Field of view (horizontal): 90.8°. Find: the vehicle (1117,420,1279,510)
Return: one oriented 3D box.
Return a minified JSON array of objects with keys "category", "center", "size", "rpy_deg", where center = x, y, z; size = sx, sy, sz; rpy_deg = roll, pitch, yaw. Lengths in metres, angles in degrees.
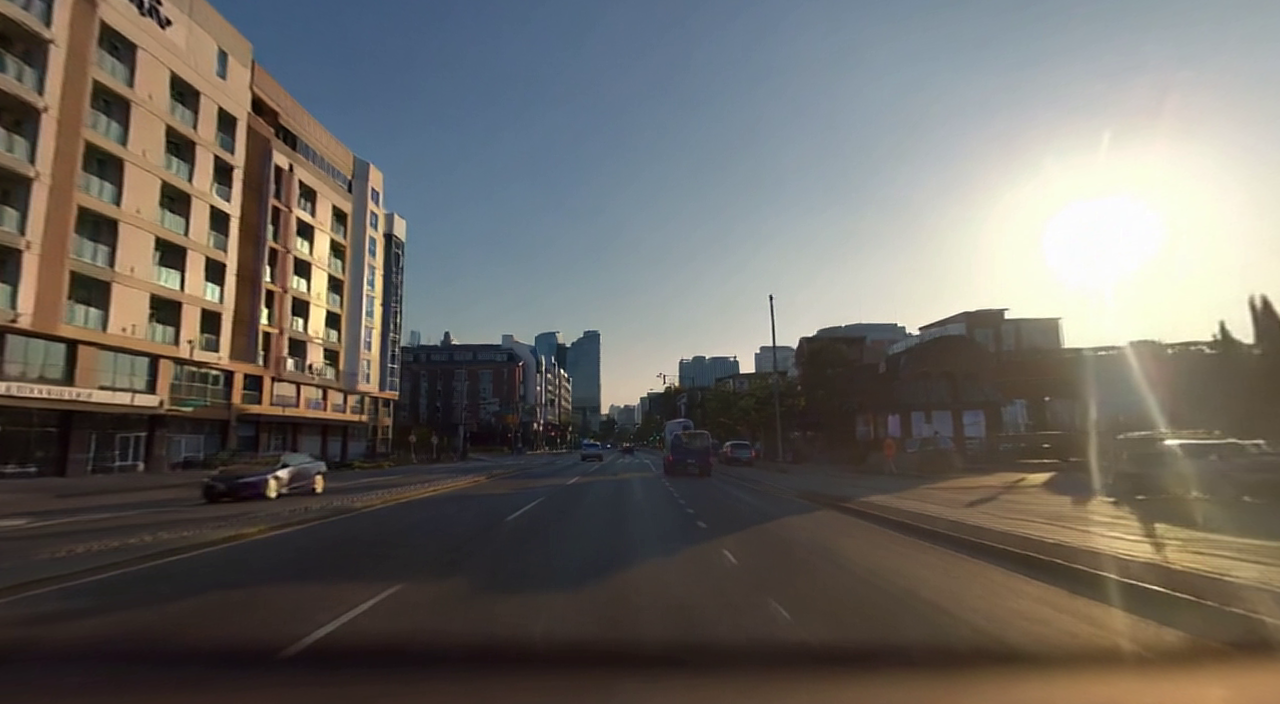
[{"category":"vehicle","center":[14.214,2.631,14.943],"size":[2.019,1.819,4.909],"rpy_deg":[0,-9,1]}]

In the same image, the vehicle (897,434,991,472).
[{"category":"vehicle","center":[14.393,4.812,30.218],"size":[1.975,1.648,4.451],"rpy_deg":[1,-8,-5]}]

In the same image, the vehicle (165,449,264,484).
[{"category":"vehicle","center":[-20.785,5.562,31.083],"size":[1.843,1.551,4.221],"rpy_deg":[0,-9,1]}]

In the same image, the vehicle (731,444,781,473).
[{"category":"vehicle","center":[6.262,5.759,34.499],"size":[1.795,1.459,4.333],"rpy_deg":[0,-9,-2]}]

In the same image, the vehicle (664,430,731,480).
[{"category":"vehicle","center":[2.182,4.131,25.534],"size":[2.130,1.787,5.126],"rpy_deg":[0,-9,-1]}]

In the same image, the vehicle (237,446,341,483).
[{"category":"vehicle","center":[-15.388,4.935,28.015],"size":[2.019,1.471,4.513],"rpy_deg":[0,-9,0]}]
